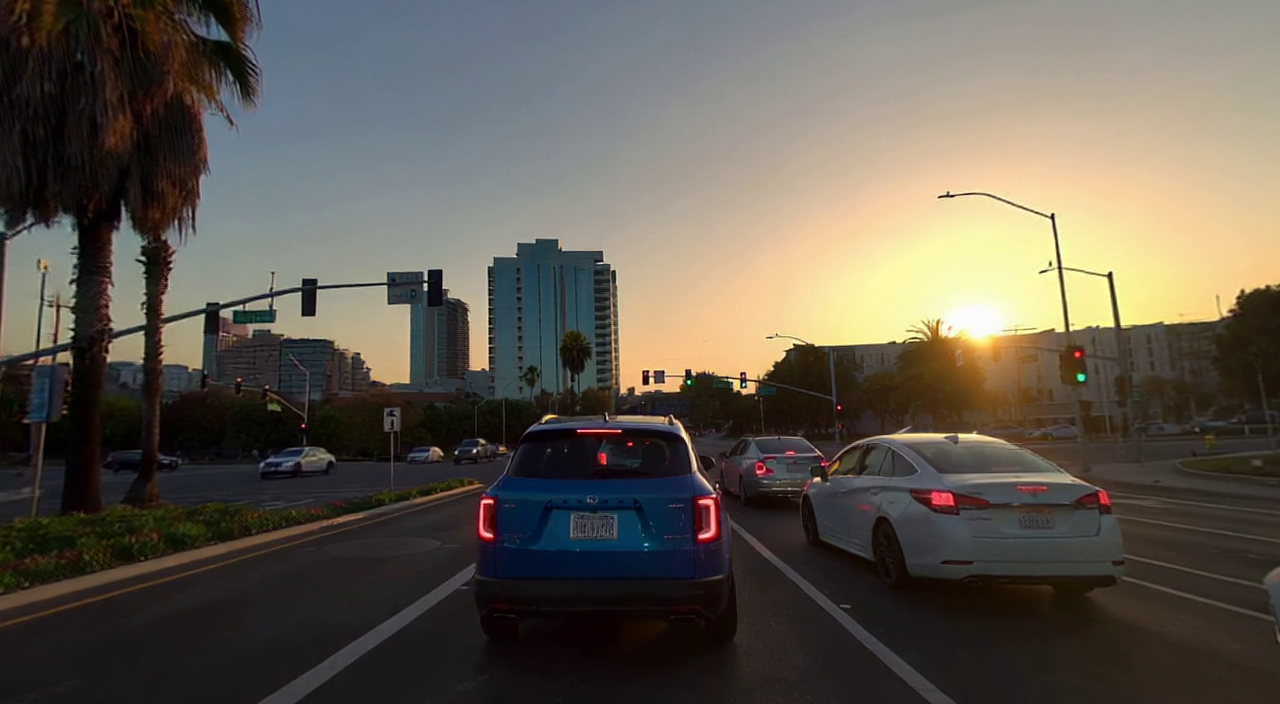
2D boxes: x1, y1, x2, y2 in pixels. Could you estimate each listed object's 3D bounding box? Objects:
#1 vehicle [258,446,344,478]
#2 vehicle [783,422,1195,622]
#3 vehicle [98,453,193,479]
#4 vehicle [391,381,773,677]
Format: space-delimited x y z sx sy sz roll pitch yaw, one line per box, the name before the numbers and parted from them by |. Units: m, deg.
vehicle | -19.863 6.437 37.118 2.119 1.786 5.252 0 -9 0
vehicle | 3.120 1.605 6.990 1.971 1.473 4.495 0 -8 0
vehicle | -37.012 8.527 47.093 5.347 1.785 2.123 0 -8 1
vehicle | -0.334 1.312 5.698 2.172 1.694 4.055 0 -9 0
